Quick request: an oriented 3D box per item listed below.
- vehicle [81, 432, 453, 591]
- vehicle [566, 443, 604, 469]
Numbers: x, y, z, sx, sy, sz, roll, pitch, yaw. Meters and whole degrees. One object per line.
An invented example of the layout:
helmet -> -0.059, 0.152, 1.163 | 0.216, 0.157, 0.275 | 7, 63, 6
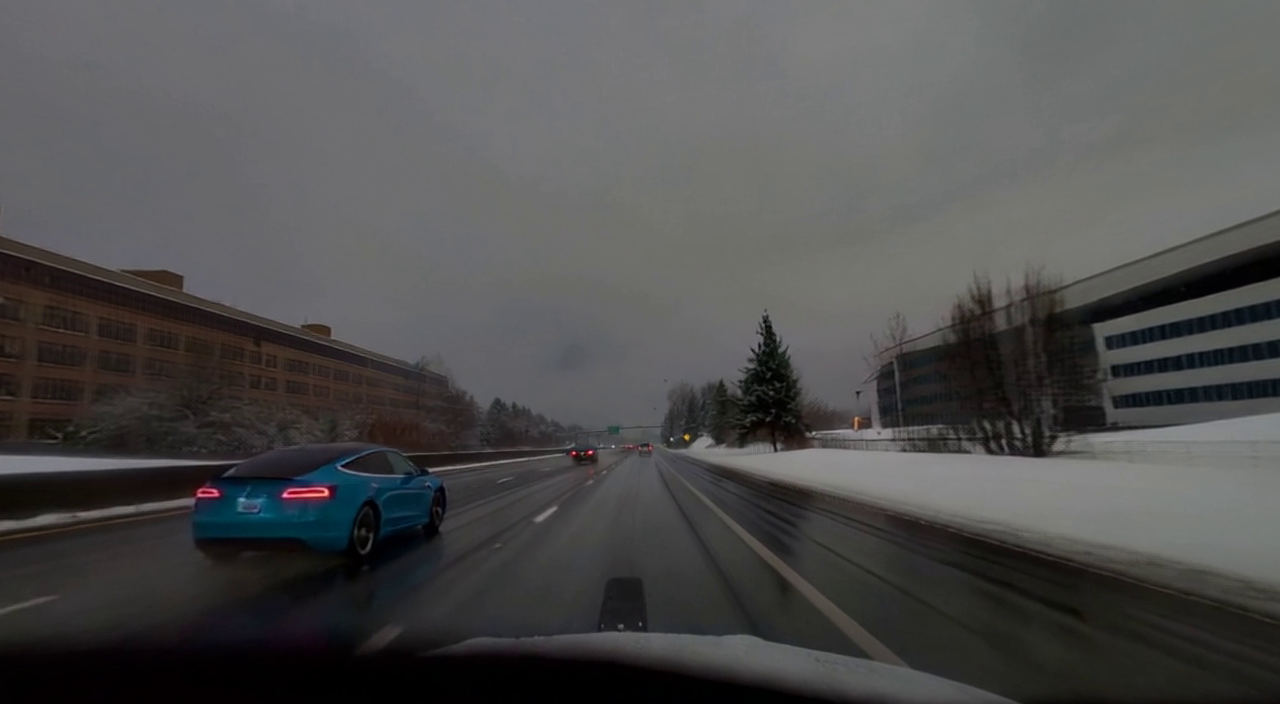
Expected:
vehicle -> -4.153, 1.818, 8.134 | 2.083, 1.471, 4.350 | 0, -8, 1
vehicle -> -3.310, 6.355, 38.797 | 1.926, 1.464, 4.186 | 0, -8, 1
